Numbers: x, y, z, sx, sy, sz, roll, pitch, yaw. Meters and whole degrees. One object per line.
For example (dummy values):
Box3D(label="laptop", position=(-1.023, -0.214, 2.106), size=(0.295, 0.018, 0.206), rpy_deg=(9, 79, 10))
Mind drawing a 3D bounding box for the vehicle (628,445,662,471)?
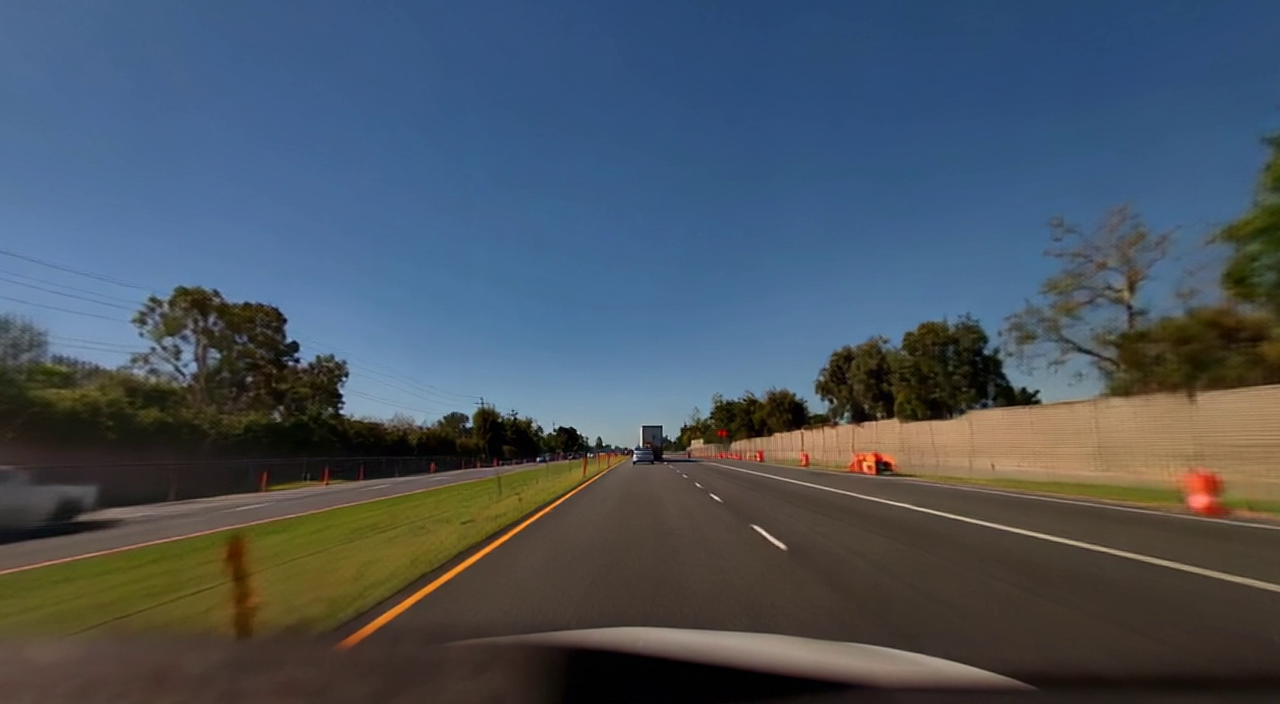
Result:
Box3D(label="vehicle", position=(0.297, 6.804, 40.634), size=(2.065, 1.573, 3.734), rpy_deg=(0, -9, -1))
